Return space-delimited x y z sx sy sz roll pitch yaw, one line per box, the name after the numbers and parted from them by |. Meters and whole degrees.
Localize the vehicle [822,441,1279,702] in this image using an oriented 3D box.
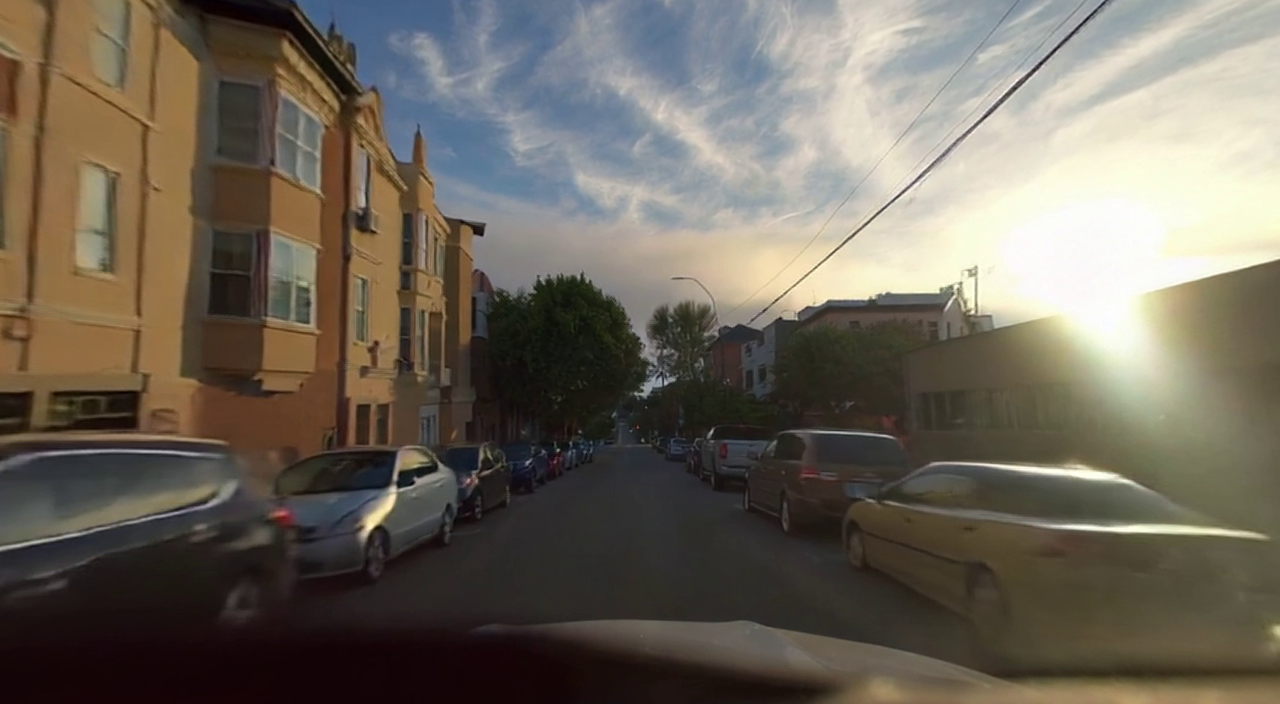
3.205 1.532 5.626 1.809 1.444 3.882 0 -8 -3 | vehicle

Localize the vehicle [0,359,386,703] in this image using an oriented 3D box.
-3.180 1.084 3.124 2.081 1.679 4.506 -3 -9 -1 | vehicle

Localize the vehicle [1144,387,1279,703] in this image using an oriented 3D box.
3.360 0.812 0.616 1.968 1.595 4.543 7 -8 -2 | vehicle
